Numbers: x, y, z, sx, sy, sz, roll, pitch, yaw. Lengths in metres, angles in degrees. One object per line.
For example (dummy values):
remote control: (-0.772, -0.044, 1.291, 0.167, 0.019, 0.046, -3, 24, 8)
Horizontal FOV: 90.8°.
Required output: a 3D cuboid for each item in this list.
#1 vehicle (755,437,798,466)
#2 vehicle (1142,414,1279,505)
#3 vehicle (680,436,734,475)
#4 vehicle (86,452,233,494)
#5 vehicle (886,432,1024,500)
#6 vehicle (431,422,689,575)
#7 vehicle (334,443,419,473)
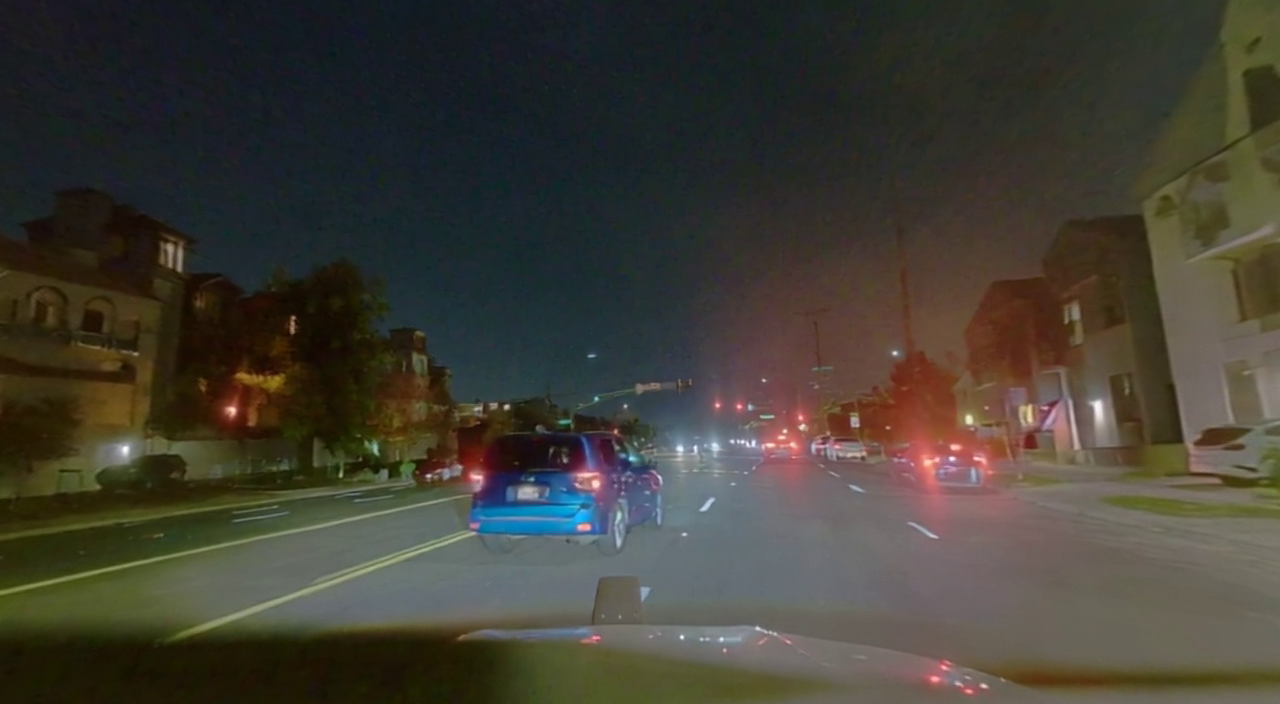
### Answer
vehicle: (7.420, 5.461, 34.682, 2.081, 1.475, 4.361, -2, -9, 10)
vehicle: (12.245, 1.914, 11.926, 4.077, 1.473, 1.887, -2, -8, -9)
vehicle: (2.955, 4.401, 27.148, 1.986, 1.508, 4.261, -2, -9, 10)
vehicle: (-17.806, 4.453, 23.498, 4.397, 1.423, 1.789, -2, -9, 12)
vehicle: (7.914, 2.886, 16.409, 1.964, 1.485, 4.454, -2, -9, 10)
vehicle: (-0.719, 1.812, 8.707, 2.069, 1.510, 4.325, -2, -9, 14)
vehicle: (-15.284, 6.144, 36.721, 4.091, 1.614, 1.910, -2, -9, 9)
